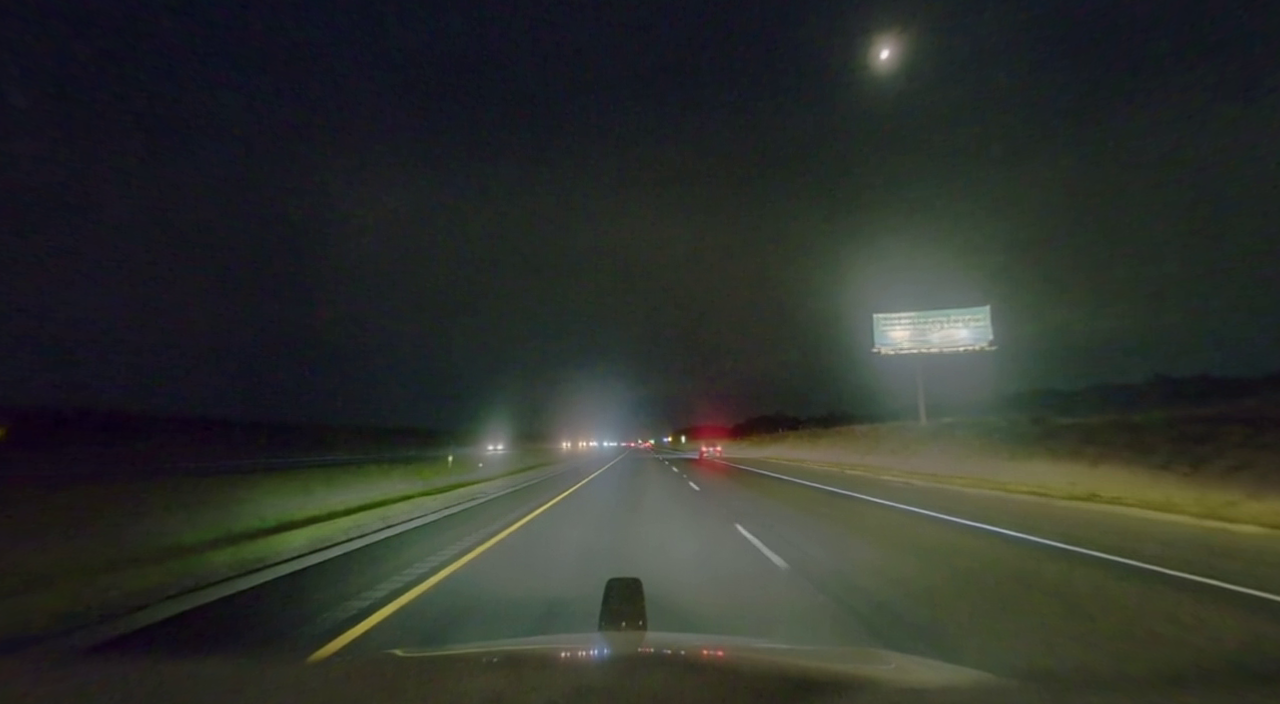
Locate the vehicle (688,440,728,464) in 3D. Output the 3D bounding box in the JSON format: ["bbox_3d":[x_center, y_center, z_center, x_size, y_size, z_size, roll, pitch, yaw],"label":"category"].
[{"bbox_3d":[4.497,6.720,42.367,2.012,1.476,4.256,0,-9,-2],"label":"vehicle"}]
